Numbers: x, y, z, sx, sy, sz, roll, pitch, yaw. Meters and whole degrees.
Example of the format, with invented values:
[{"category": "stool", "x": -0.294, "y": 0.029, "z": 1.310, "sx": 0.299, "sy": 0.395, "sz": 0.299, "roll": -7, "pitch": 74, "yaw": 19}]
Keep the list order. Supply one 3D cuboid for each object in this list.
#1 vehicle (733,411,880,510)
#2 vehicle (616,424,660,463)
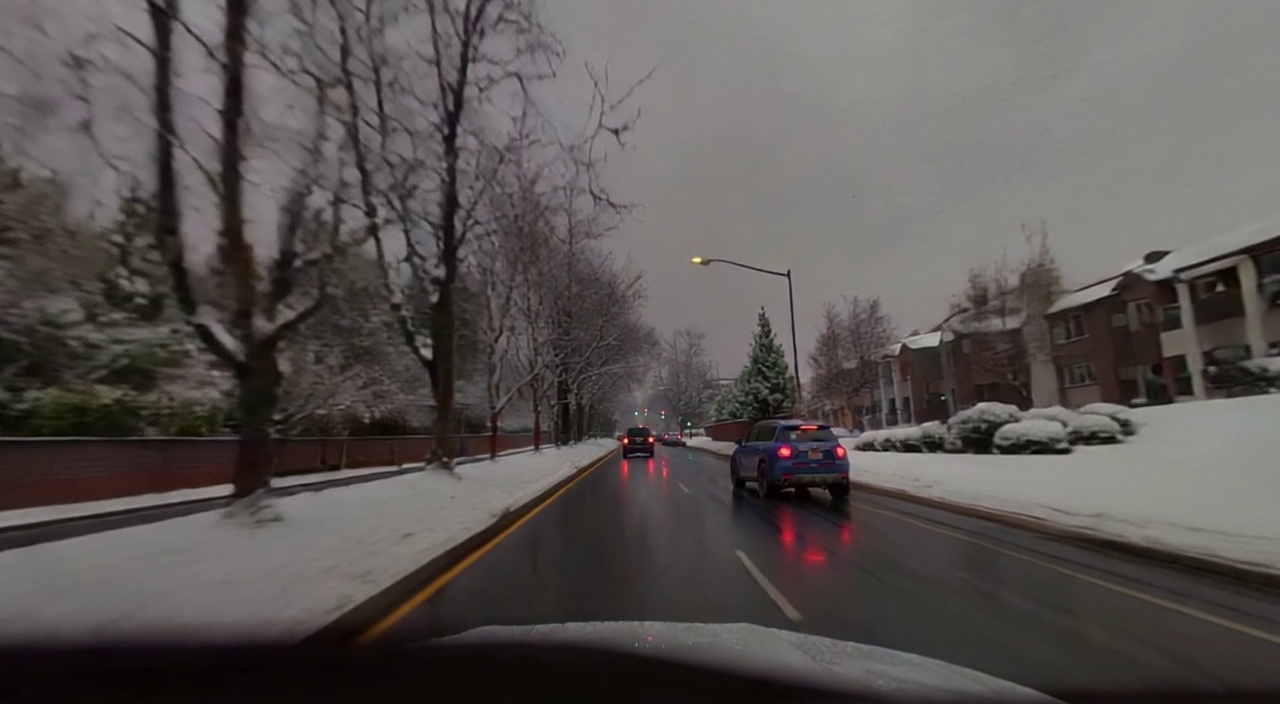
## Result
[{"category": "vehicle", "x": 3.211, "y": 2.197, "z": 13.108, "sx": 1.840, "sy": 1.709, "sz": 4.202, "roll": 0, "pitch": -8, "yaw": -1}, {"category": "vehicle", "x": -0.113, "y": 4.402, "z": 30.313, "sx": 1.984, "sy": 1.777, "sz": 3.148, "roll": 0, "pitch": -8, "yaw": -1}]
